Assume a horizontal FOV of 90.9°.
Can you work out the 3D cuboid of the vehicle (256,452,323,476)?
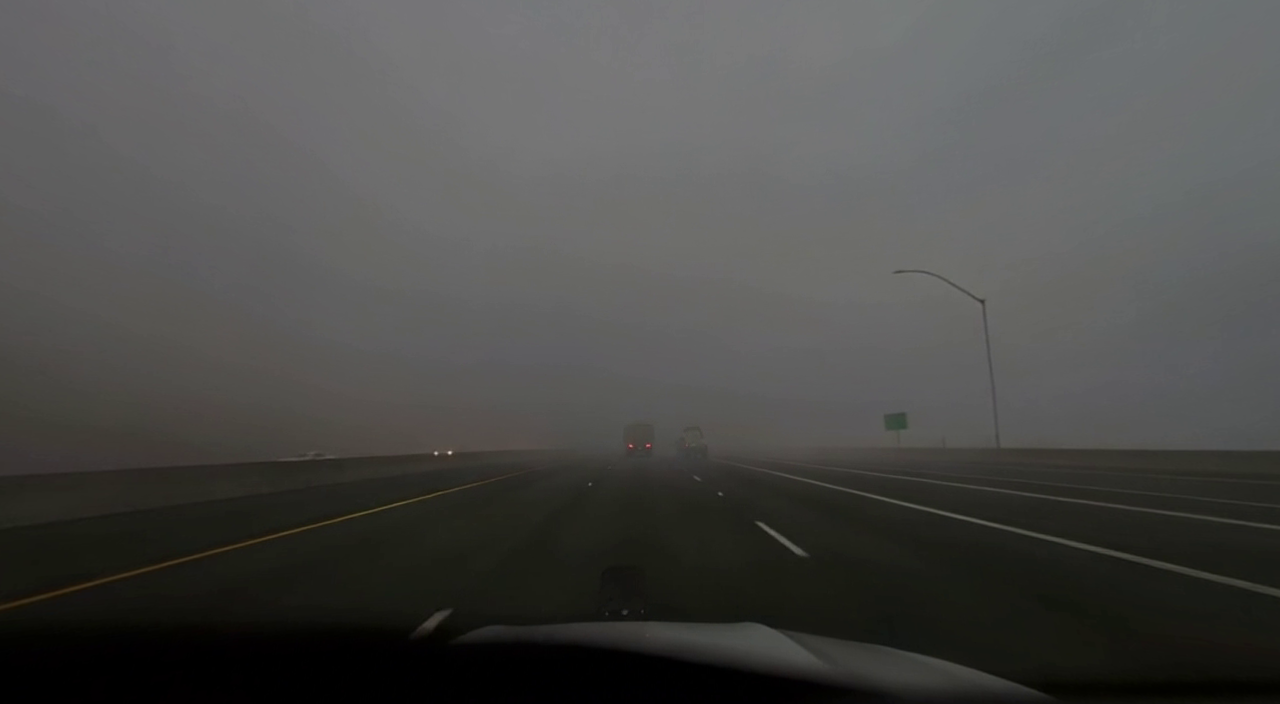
[{"bbox_3d":[-24.380,7.811,44.096,1.933,1.476,4.830,0,-8,-1],"label":"vehicle"}]
